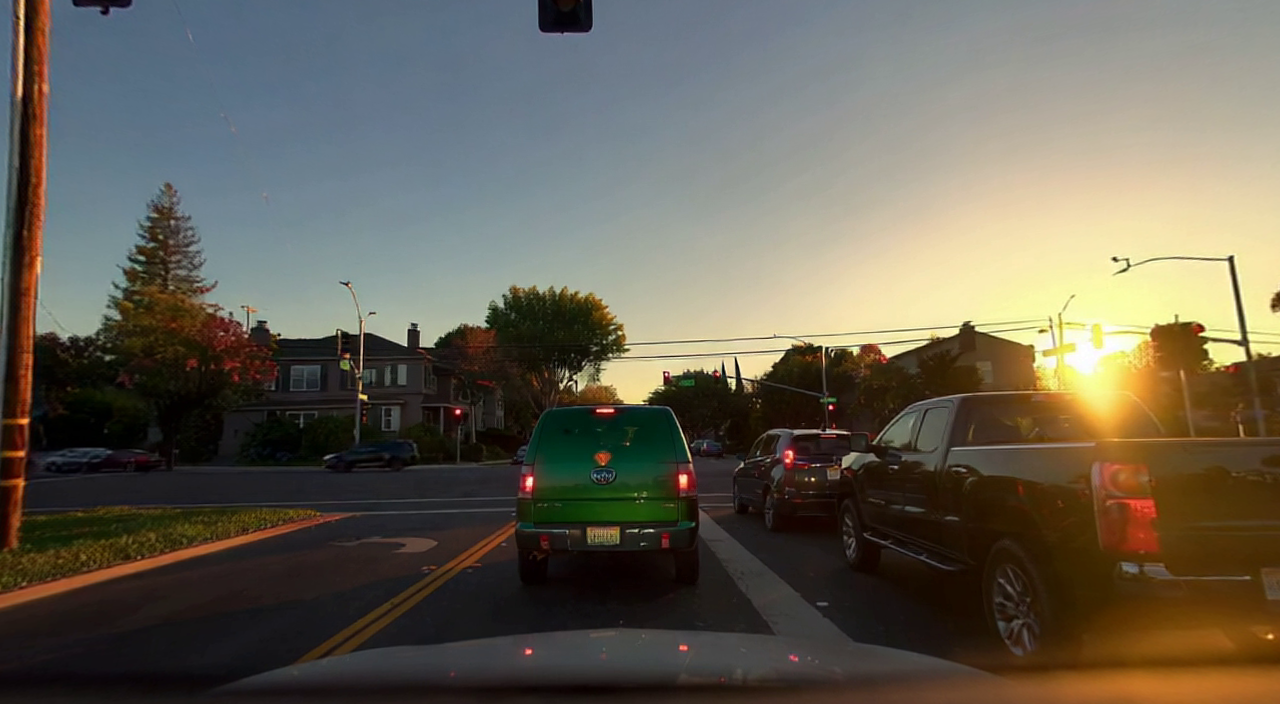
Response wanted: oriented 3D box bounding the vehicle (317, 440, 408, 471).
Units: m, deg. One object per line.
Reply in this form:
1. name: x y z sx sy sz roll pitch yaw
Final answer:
1. vehicle: -15.565 5.817 35.613 4.289 1.672 1.864 1 -8 -9

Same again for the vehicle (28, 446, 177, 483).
1. vehicle: -22.891 4.790 27.068 4.533 1.350 1.714 0 -7 -9

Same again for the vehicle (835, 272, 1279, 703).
1. vehicle: 2.987 0.946 3.892 1.886 1.849 5.070 0 -8 -1

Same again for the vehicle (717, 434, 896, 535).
1. vehicle: 2.718 2.266 11.532 1.952 1.465 4.421 0 -8 -2

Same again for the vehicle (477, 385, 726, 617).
1. vehicle: -0.264 1.393 6.650 1.915 1.780 3.379 0 -8 1
